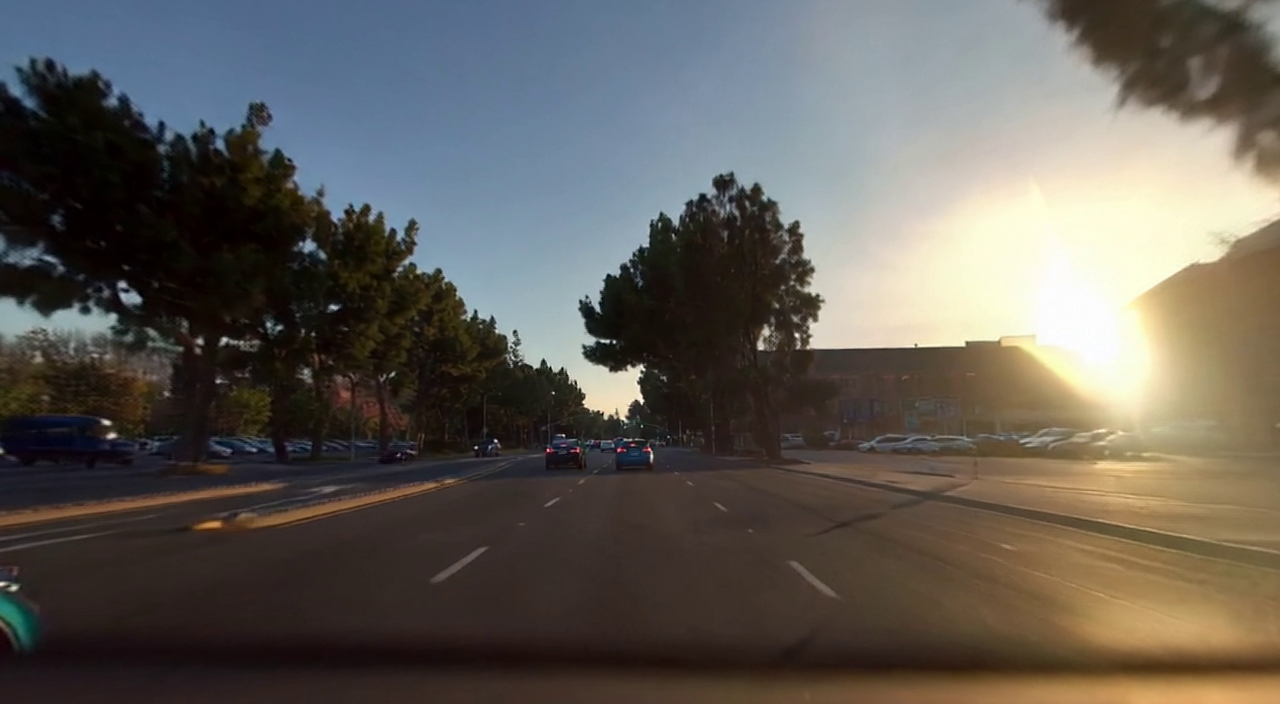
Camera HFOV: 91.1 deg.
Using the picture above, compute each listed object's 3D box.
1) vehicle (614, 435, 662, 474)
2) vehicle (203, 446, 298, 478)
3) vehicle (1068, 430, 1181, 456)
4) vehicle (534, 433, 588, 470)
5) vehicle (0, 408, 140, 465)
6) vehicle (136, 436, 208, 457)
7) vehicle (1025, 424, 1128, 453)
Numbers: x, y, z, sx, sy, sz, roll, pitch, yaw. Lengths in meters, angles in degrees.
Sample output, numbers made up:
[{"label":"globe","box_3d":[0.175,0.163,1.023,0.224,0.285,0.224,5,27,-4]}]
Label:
[{"label":"vehicle","box_3d":[-0.089,4.606,28.444,2.042,1.641,4.187,0,-8,0]},{"label":"vehicle","box_3d":[-19.901,5.623,32.343,1.994,1.475,4.521,0,-8,0]},{"label":"vehicle","box_3d":[30.015,5.657,38.973,5.212,1.538,2.086,0,-8,1]},{"label":"vehicle","box_3d":[-3.910,5.017,31.731,2.113,1.713,4.422,0,-8,0]},{"label":"vehicle","box_3d":[-35.112,5.104,37.743,7.444,3.245,2.697,0,-8,-2]},{"label":"vehicle","box_3d":[-35.872,7.276,48.160,3.993,1.552,1.863,0,-8,0]},{"label":"vehicle","box_3d":[30.399,6.041,43.828,5.405,1.896,2.219,0,-8,3]}]
